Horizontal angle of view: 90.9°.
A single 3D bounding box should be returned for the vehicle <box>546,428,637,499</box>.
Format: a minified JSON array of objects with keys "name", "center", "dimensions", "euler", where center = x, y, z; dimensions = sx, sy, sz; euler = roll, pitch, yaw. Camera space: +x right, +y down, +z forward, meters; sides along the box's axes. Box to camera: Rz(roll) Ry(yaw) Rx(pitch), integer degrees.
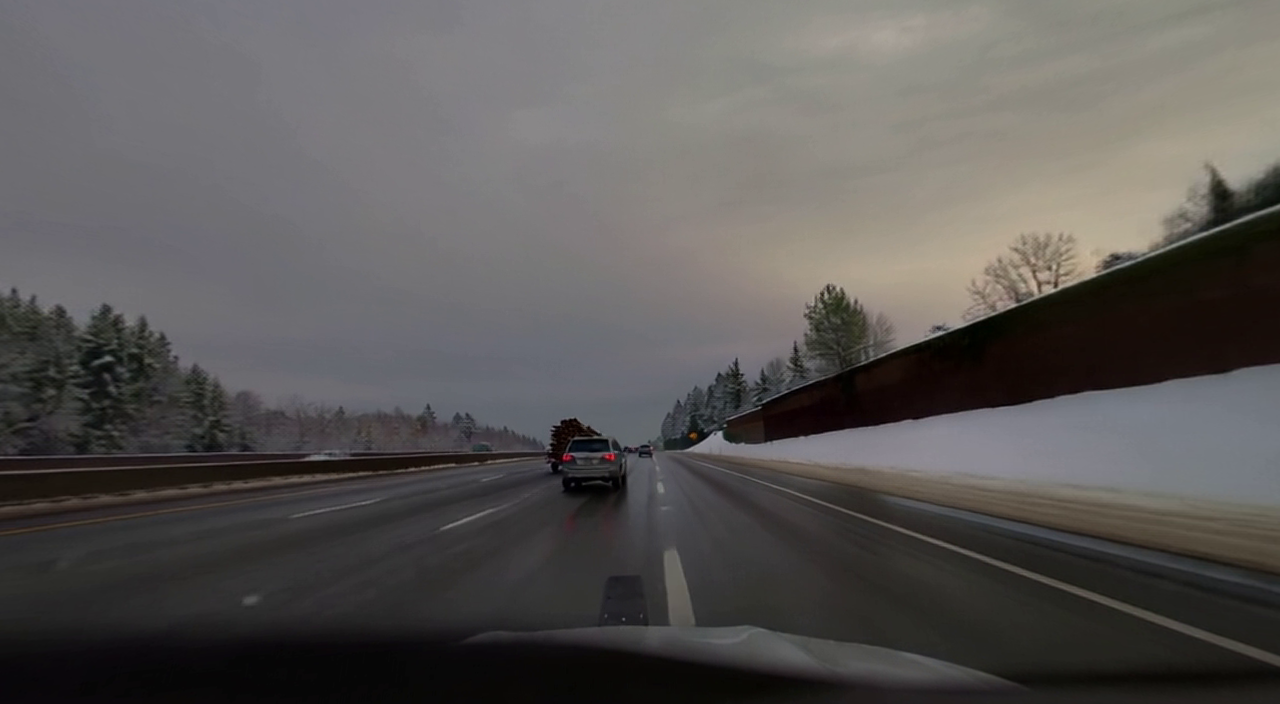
[{"name":"vehicle","center":[-1.251,3.191,18.369],"dimensions":[2.114,1.787,4.365],"euler":[-1,-8,2]}]
